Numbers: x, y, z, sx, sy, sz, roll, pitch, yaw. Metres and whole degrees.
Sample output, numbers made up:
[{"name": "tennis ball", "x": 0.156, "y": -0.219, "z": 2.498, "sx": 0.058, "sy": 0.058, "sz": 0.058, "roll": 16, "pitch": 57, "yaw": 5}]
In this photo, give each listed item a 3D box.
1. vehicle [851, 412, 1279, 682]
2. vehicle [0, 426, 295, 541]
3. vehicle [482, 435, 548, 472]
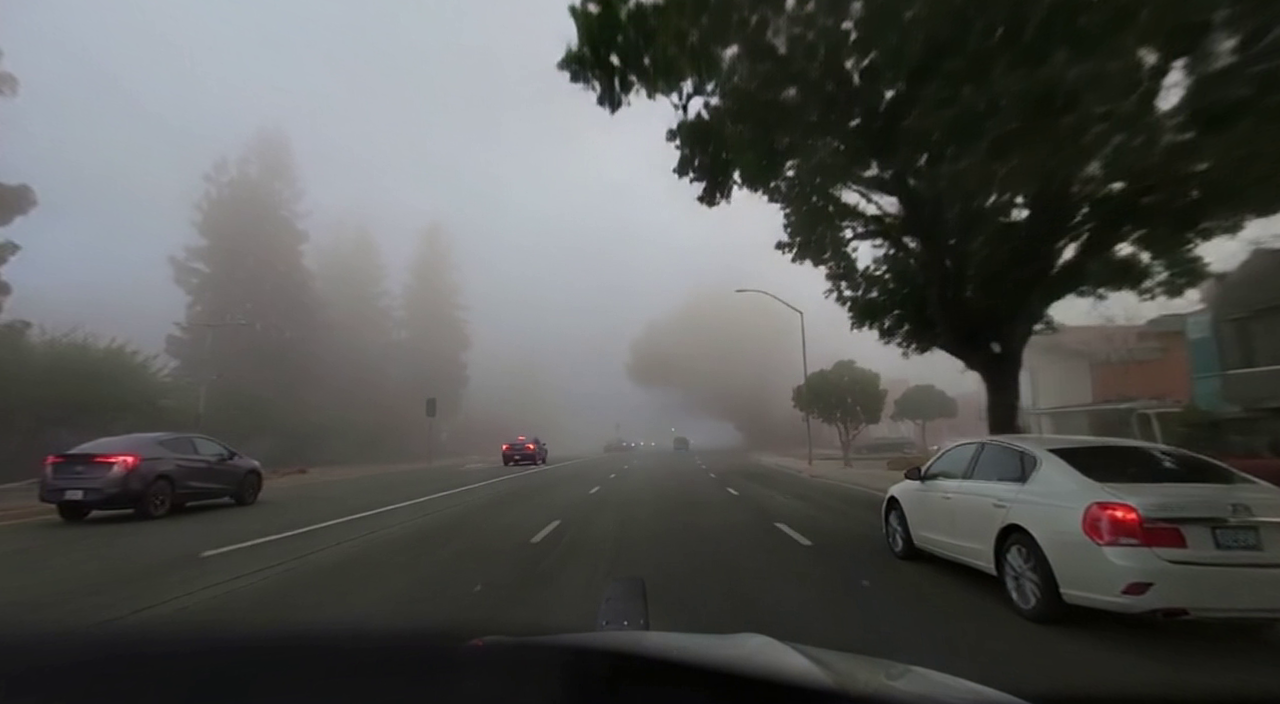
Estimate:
[{"name": "vehicle", "x": 3.746, "y": 1.435, "z": 5.931, "sx": 2.003, "sy": 1.494, "sz": 4.705, "roll": 0, "pitch": -8, "yaw": 1}, {"name": "vehicle", "x": -8.139, "y": 2.132, "z": 10.913, "sx": 1.951, "sy": 1.554, "sz": 4.444, "roll": 0, "pitch": -8, "yaw": -3}, {"name": "vehicle", "x": -5.809, "y": 4.769, "z": 29.846, "sx": 1.988, "sy": 1.597, "sz": 4.404, "roll": -1, "pitch": -8, "yaw": 4}]
